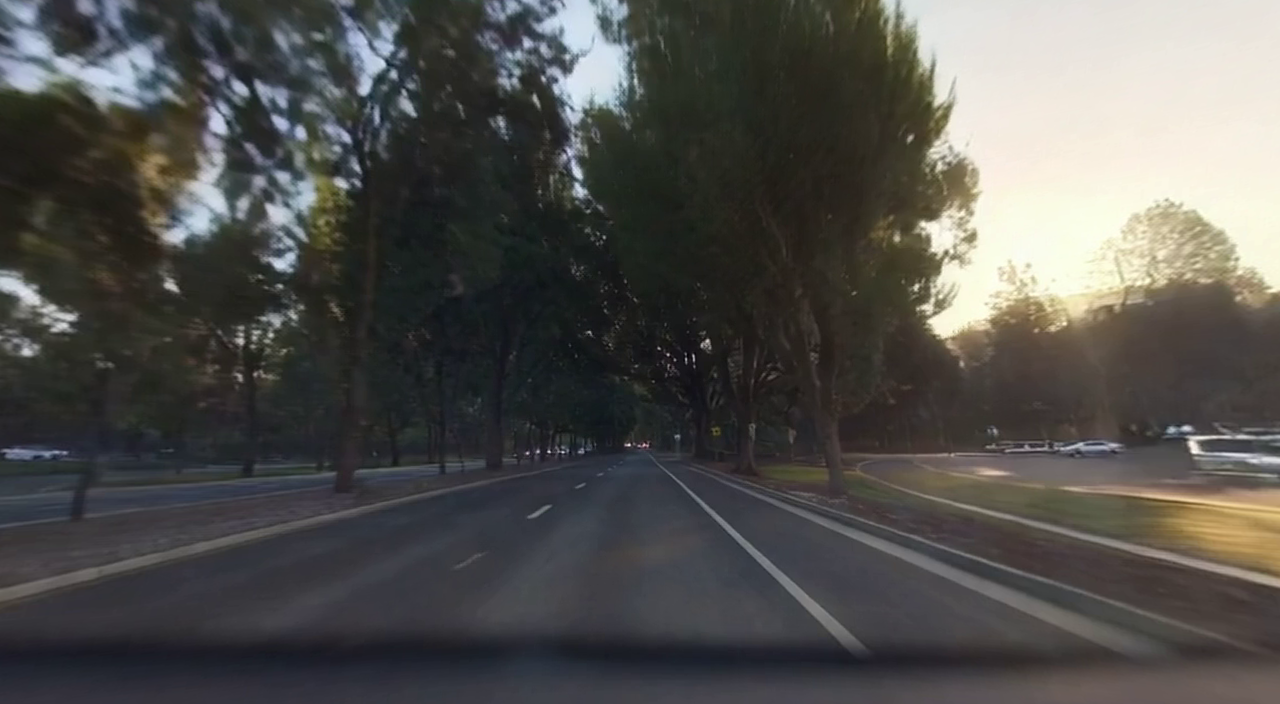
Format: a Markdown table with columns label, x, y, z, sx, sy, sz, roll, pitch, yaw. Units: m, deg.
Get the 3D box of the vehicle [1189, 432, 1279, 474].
| label | x | y | z | sx | sy | sz | roll | pitch | yaw |
| --- | --- | --- | --- | --- | --- | --- | --- | --- | --- |
| vehicle | 23.292 | 3.778 | 23.797 | 1.732 | 1.447 | 3.563 | 1 | -8 | -1 |
